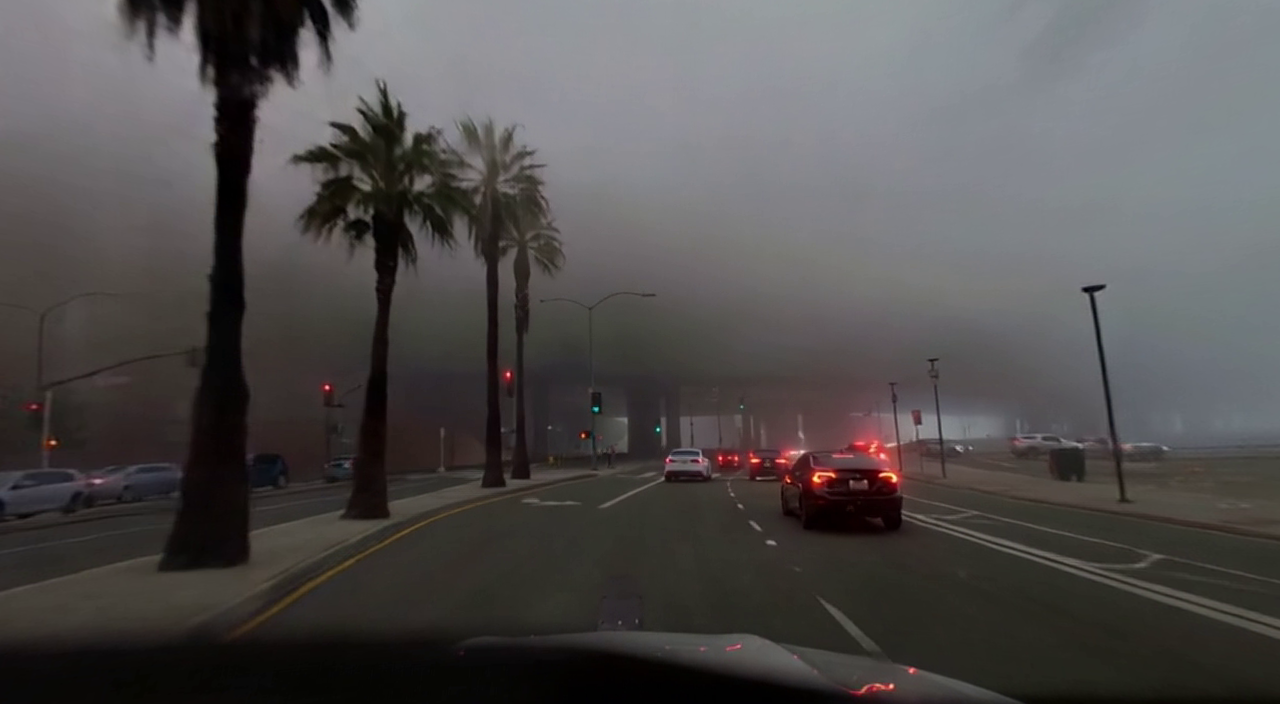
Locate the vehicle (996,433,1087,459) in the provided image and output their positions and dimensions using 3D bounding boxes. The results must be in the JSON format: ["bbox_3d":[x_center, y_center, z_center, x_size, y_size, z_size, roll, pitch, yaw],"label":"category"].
[{"bbox_3d":[31.661,7.437,49.744,5.771,2.019,2.293,1,-9,-7],"label":"vehicle"}]

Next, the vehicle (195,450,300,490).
[{"bbox_3d":[-18.543,5.560,30.055,2.040,1.749,4.796,0,-9,-2],"label":"vehicle"}]

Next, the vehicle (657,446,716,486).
[{"bbox_3d":[2.005,4.636,25.932,2.077,1.518,3.760,-2,-9,9],"label":"vehicle"}]

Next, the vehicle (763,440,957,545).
[{"bbox_3d":[3.684,2.434,11.687,2.051,1.509,4.933,-1,-9,3],"label":"vehicle"}]

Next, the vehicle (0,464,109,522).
[{"bbox_3d":[-18.368,4.079,18.446,1.912,1.482,4.495,0,-9,-4],"label":"vehicle"}]

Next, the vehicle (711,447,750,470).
[{"bbox_3d":[6.394,7.438,43.992,2.134,1.492,4.674,-3,-9,15],"label":"vehicle"}]

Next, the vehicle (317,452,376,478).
[{"bbox_3d":[-21.984,8.470,47.320,2.106,1.791,4.618,0,-9,1],"label":"vehicle"}]

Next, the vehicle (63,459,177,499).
[{"bbox_3d":[-21.708,5.280,26.473,1.693,1.505,3.698,0,-9,-2],"label":"vehicle"}]
